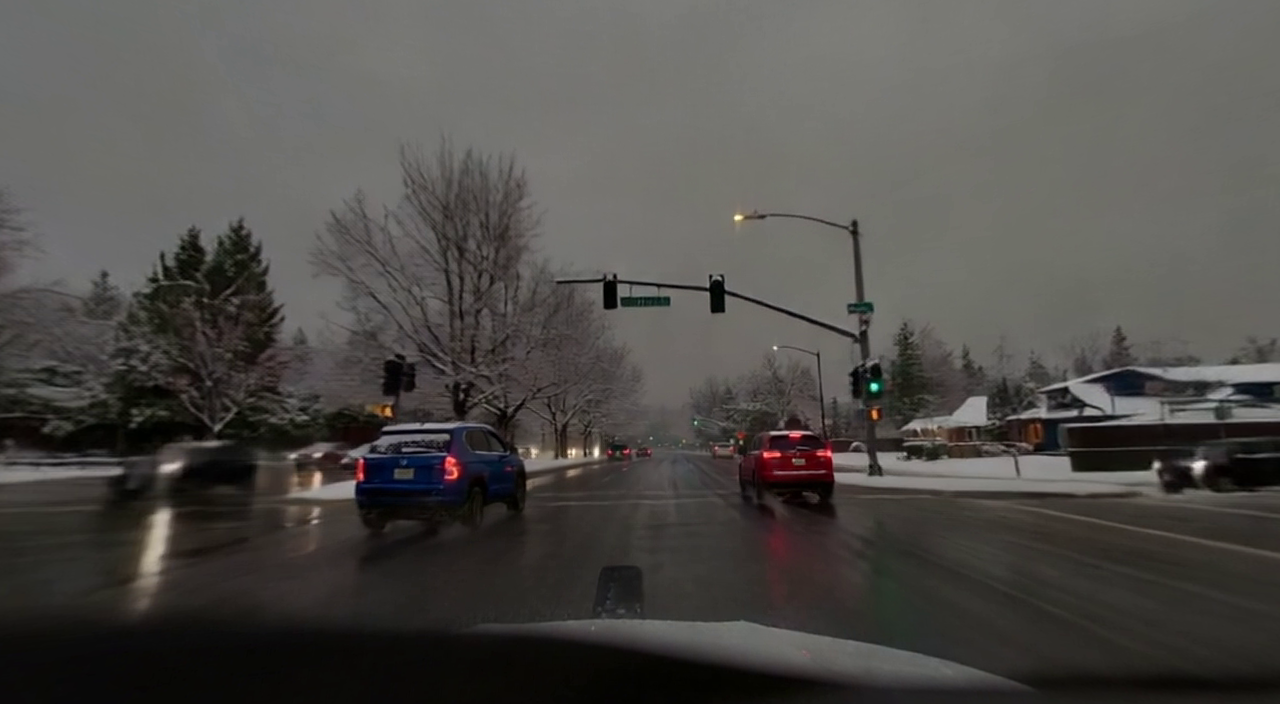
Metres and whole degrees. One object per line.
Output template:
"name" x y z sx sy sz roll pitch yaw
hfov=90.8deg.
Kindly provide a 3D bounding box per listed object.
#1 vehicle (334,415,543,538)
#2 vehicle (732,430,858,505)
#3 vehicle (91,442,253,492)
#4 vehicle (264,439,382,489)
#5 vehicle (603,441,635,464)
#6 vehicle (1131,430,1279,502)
"vehicle" -3.155 2.059 11.117 2.045 1.688 4.632 -1 -8 2
"vehicle" 3.803 2.910 16.453 2.132 1.659 4.387 0 -8 0
"vehicle" -15.473 3.792 21.279 1.906 1.457 4.559 -1 -8 1
"vehicle" -11.434 4.022 23.212 2.006 1.492 4.672 -3 -8 -1
"vehicle" -1.501 7.305 46.217 1.988 1.569 4.202 -1 -8 3
"vehicle" 16.051 2.949 16.857 4.922 1.630 2.094 1 -8 -18
